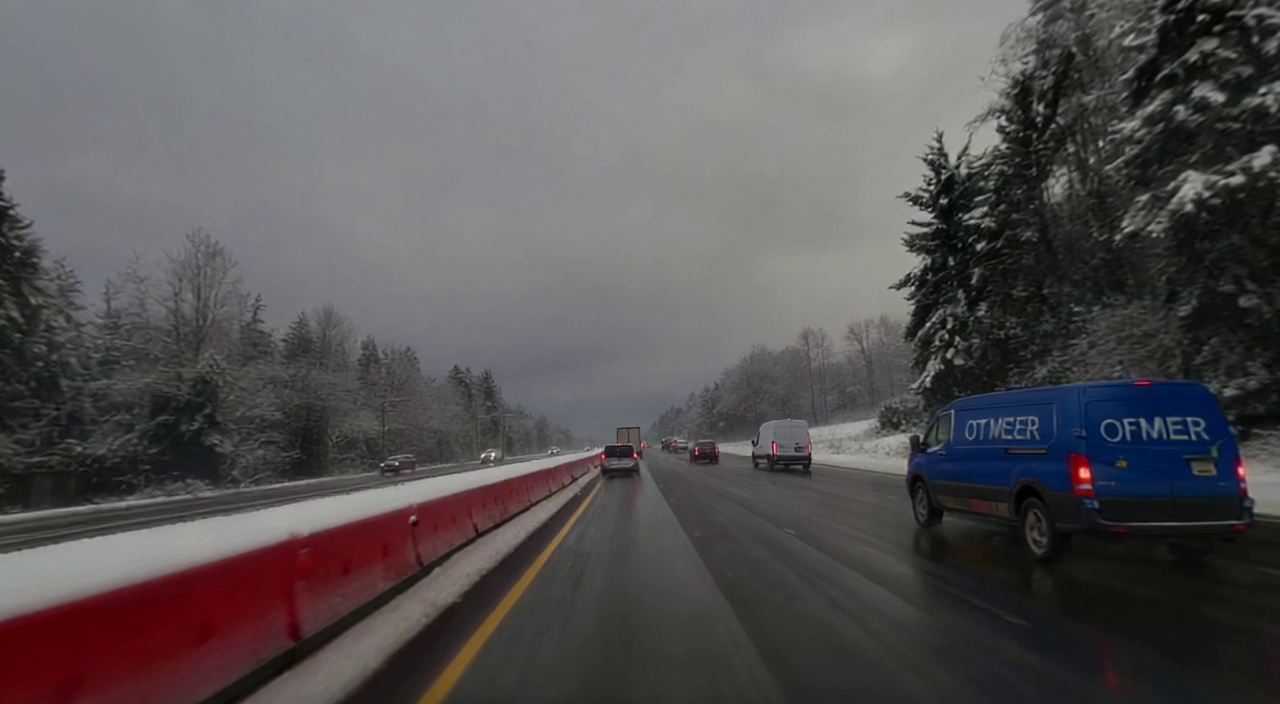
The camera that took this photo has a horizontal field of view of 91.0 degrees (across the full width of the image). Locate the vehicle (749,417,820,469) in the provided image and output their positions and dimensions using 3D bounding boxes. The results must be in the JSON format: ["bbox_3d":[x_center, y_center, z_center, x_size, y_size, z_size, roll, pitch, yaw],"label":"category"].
[{"bbox_3d":[7.949,5.104,35.230,2.385,2.635,5.633,0,-8,-2],"label":"vehicle"}]

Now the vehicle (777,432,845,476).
[{"bbox_3d":[8.135,4.872,30.292,2.255,1.960,3.229,0,-8,-1],"label":"vehicle"}]

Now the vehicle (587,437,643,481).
[{"bbox_3d":[-0.985,4.280,25.526,2.100,1.636,3.620,0,-8,-2],"label":"vehicle"}]

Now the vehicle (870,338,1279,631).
[{"bbox_3d":[4.747,1.263,6.987,2.223,2.008,5.121,0,-8,-2],"label":"vehicle"}]
